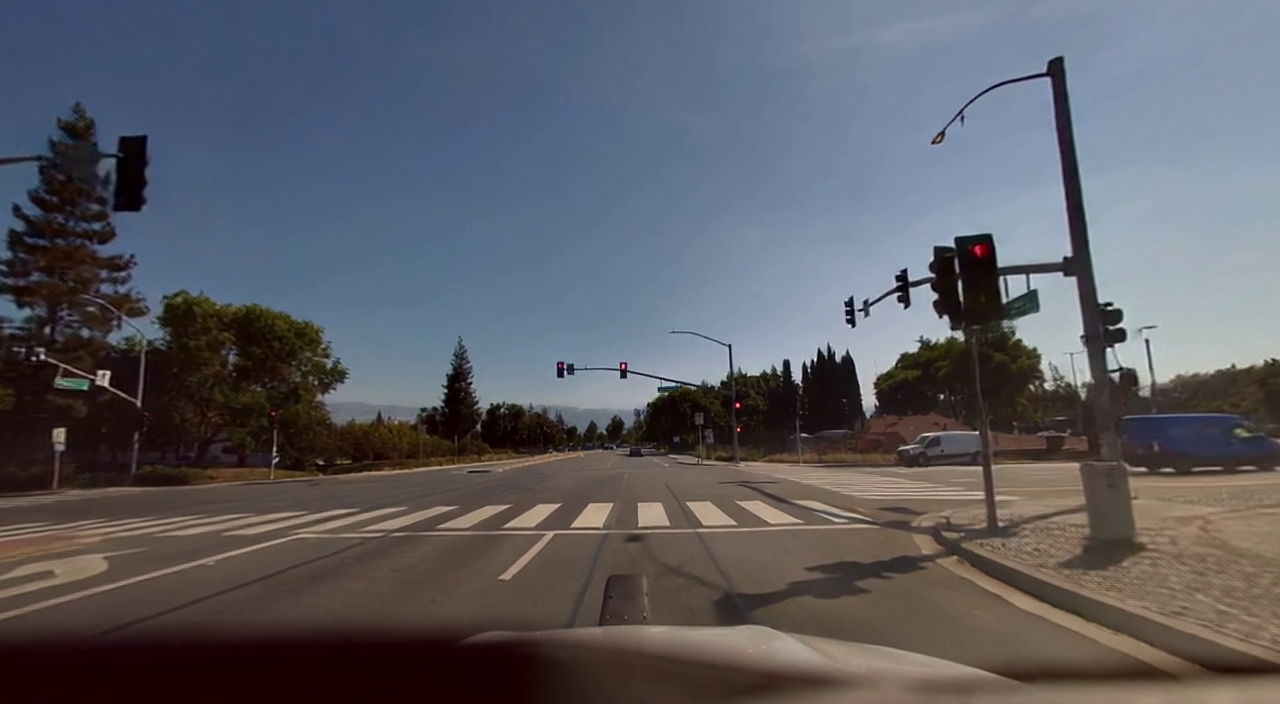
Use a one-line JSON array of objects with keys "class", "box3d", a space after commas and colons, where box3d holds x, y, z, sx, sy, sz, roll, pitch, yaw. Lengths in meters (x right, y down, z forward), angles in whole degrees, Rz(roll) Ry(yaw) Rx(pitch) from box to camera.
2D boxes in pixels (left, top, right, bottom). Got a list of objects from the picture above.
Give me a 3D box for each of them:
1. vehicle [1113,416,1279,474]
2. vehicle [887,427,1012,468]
[{"class": "vehicle", "box3d": [20.004, 3.331, 22.556, 4.536, 1.965, 1.780, -1, -9, 3]}, {"class": "vehicle", "box3d": [14.403, 4.464, 29.512, 4.790, 1.798, 1.909, 0, -9, 1]}]
